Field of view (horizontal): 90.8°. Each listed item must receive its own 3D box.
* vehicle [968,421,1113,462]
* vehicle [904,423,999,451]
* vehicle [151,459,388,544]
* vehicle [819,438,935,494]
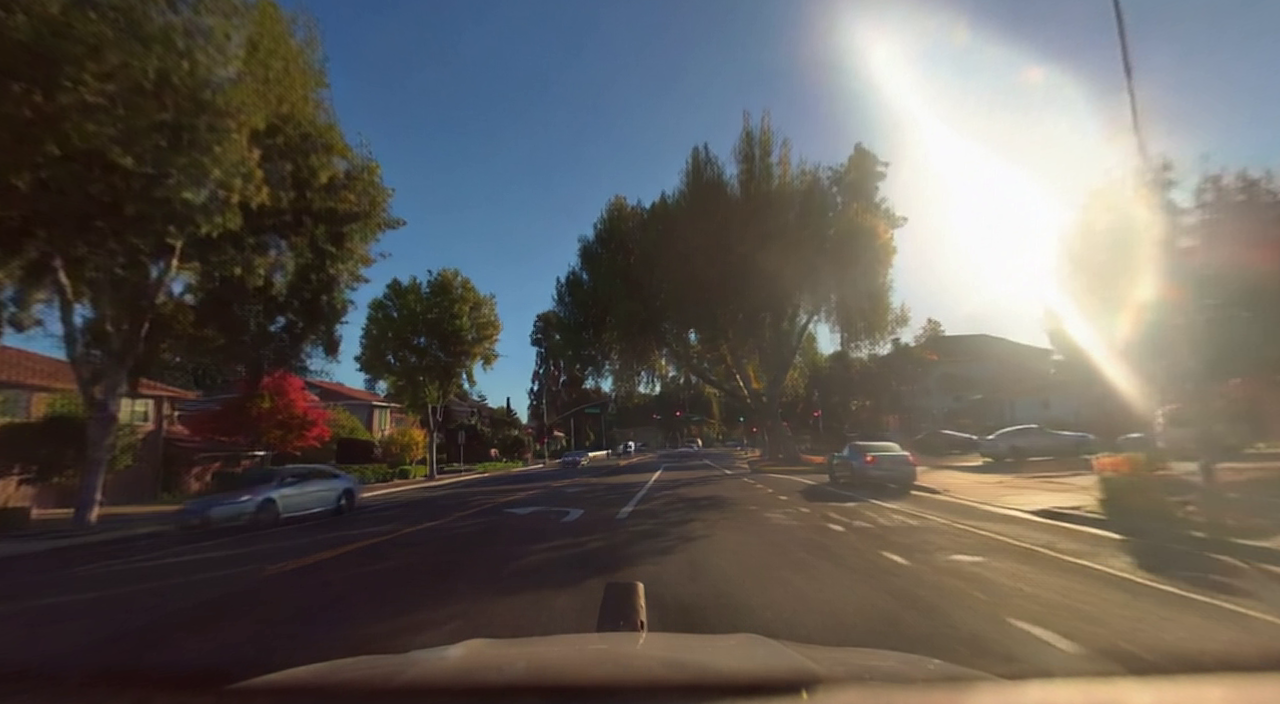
[{"bbox_3d":[15.217,3.443,24.209,4.164,1.470,1.921,-1,-8,6],"label":"vehicle"},{"bbox_3d":[17.026,4.683,34.656,4.210,1.474,1.799,-1,-8,5],"label":"vehicle"},{"bbox_3d":[-8.201,3.308,14.704,2.067,1.491,4.807,-2,-9,9],"label":"vehicle"},{"bbox_3d":[6.874,3.339,18.892,1.917,1.440,4.335,-1,-8,2],"label":"vehicle"}]
